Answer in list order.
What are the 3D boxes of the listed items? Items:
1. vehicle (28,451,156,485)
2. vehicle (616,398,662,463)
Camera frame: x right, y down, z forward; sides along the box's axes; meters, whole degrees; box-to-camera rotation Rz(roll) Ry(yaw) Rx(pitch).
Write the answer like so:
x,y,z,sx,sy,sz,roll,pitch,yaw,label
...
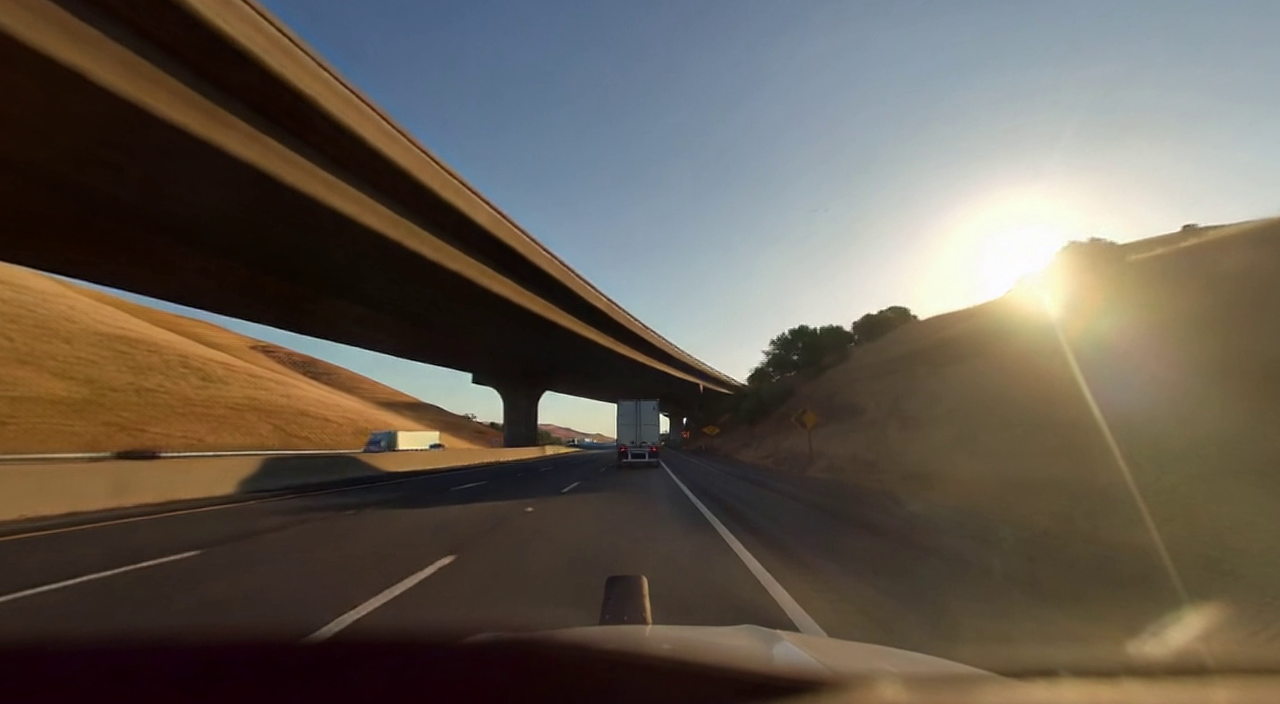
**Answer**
x,y,z,sx,sy,sz,roll,pitch,yaw,label
-29.047,6.143,33.741,1.919,1.637,5.291,-1,-8,3,vehicle
-0.073,5.698,44.676,2.866,4.014,11.261,0,-8,0,vehicle
